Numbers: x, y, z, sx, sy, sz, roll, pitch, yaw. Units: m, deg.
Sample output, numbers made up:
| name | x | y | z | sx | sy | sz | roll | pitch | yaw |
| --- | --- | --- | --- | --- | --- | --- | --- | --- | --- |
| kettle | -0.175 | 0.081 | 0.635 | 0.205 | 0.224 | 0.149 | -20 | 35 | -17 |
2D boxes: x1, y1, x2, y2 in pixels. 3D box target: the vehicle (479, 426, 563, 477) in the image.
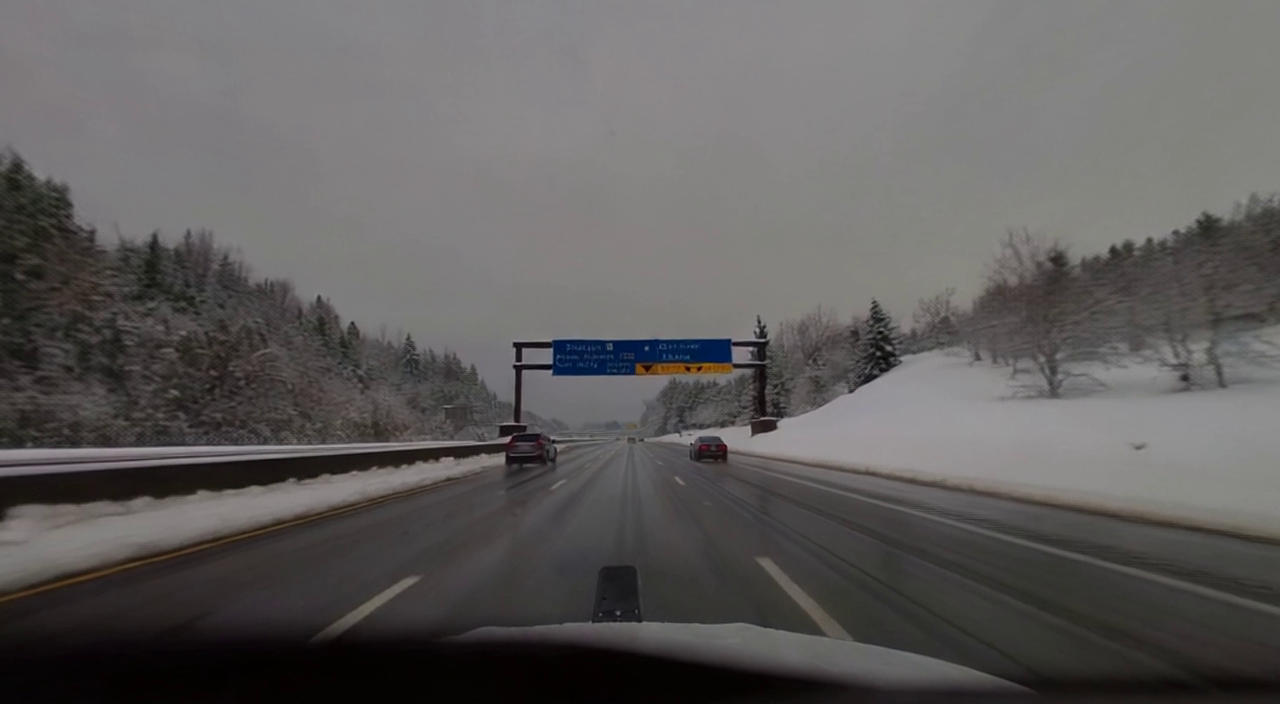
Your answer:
| name | x | y | z | sx | sy | sz | roll | pitch | yaw |
| --- | --- | --- | --- | --- | --- | --- | --- | --- | --- |
| vehicle | -4.169 | 3.548 | 22.779 | 2.219 | 1.660 | 4.153 | 0 | -8 | 0 |

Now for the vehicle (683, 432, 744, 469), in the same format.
| name | x | y | z | sx | sy | sz | roll | pitch | yaw |
| --- | --- | --- | --- | --- | --- | --- | --- | --- | --- |
| vehicle | 3.222 | 4.407 | 28.534 | 2.077 | 1.523 | 4.539 | 0 | -8 | -2 |
